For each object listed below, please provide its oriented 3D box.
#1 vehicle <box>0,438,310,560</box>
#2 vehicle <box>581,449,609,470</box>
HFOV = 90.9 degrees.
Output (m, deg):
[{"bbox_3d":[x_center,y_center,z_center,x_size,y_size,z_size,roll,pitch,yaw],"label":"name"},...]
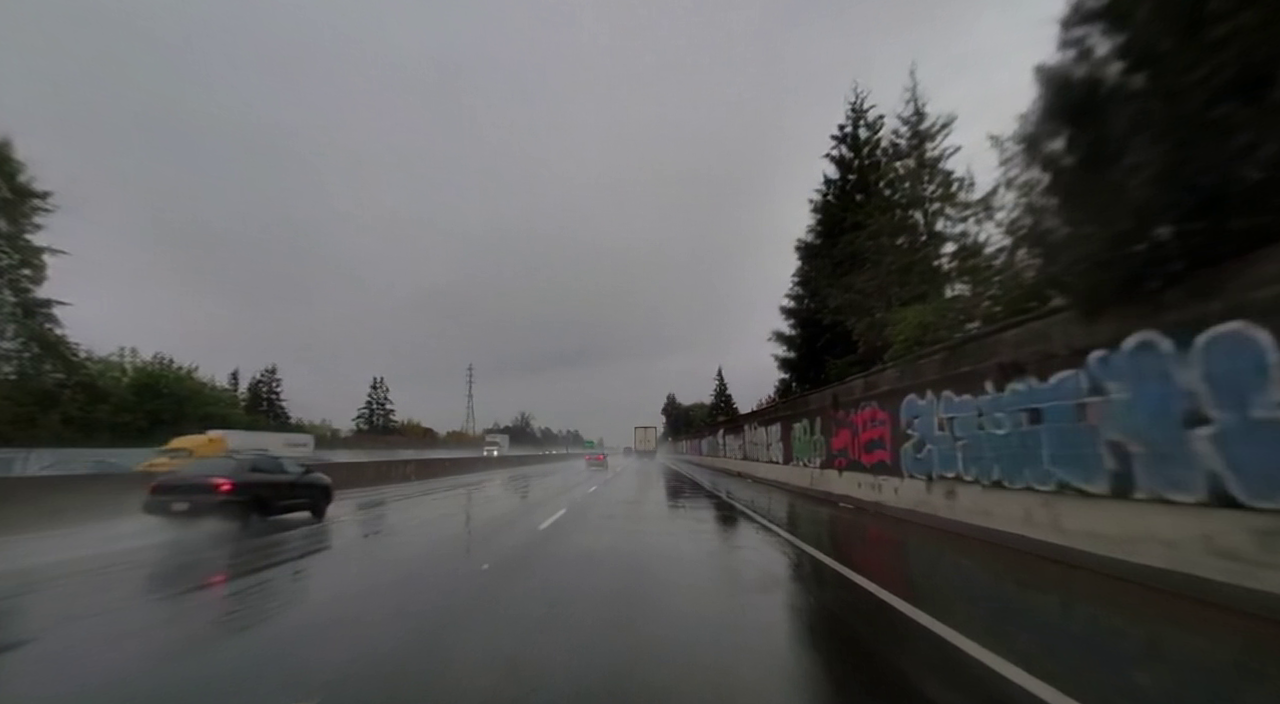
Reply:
[{"bbox_3d":[-6.613,2.000,9.095,2.027,1.431,3.033,0,-9,0],"label":"vehicle"},{"bbox_3d":[-3.330,8.137,47.767,1.803,1.466,4.509,0,-9,0],"label":"vehicle"}]
